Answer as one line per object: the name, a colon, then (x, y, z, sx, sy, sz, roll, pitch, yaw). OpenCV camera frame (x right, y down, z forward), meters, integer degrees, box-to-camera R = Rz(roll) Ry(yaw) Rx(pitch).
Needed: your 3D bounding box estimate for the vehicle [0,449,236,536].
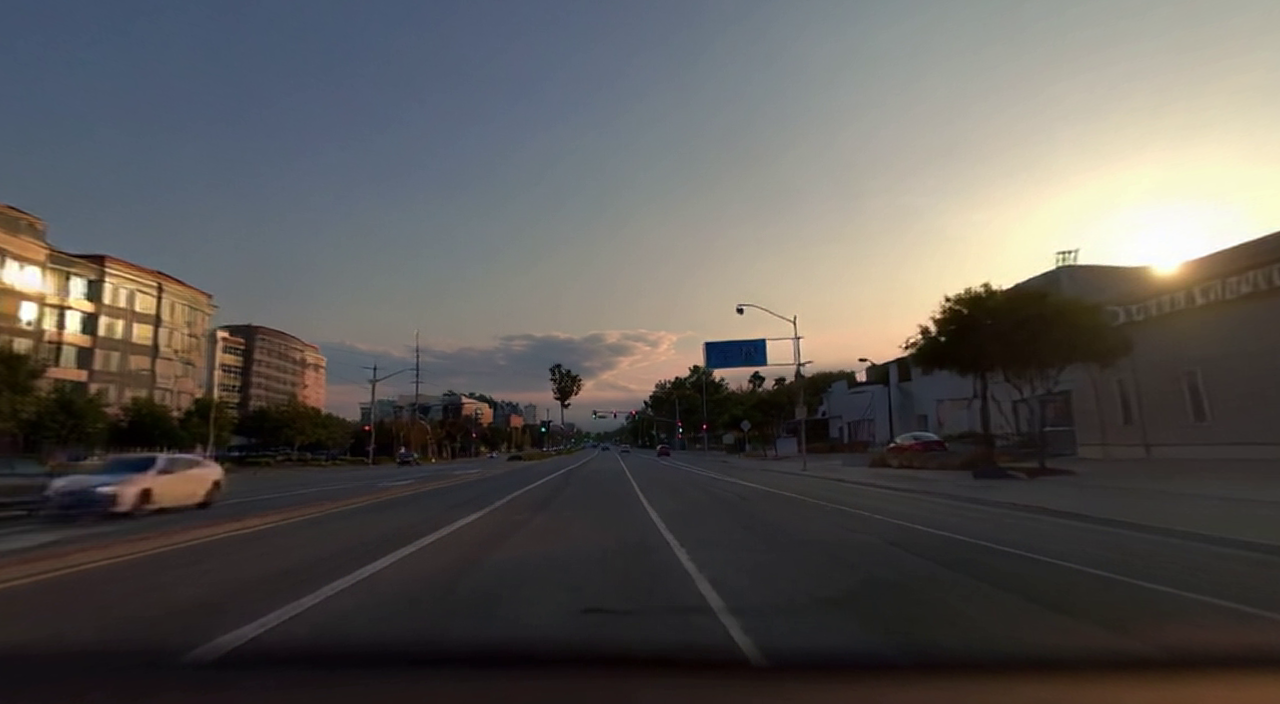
vehicle: (-11.011, 2.874, 13.620, 1.893, 1.525, 4.237, 0, -8, -2)
